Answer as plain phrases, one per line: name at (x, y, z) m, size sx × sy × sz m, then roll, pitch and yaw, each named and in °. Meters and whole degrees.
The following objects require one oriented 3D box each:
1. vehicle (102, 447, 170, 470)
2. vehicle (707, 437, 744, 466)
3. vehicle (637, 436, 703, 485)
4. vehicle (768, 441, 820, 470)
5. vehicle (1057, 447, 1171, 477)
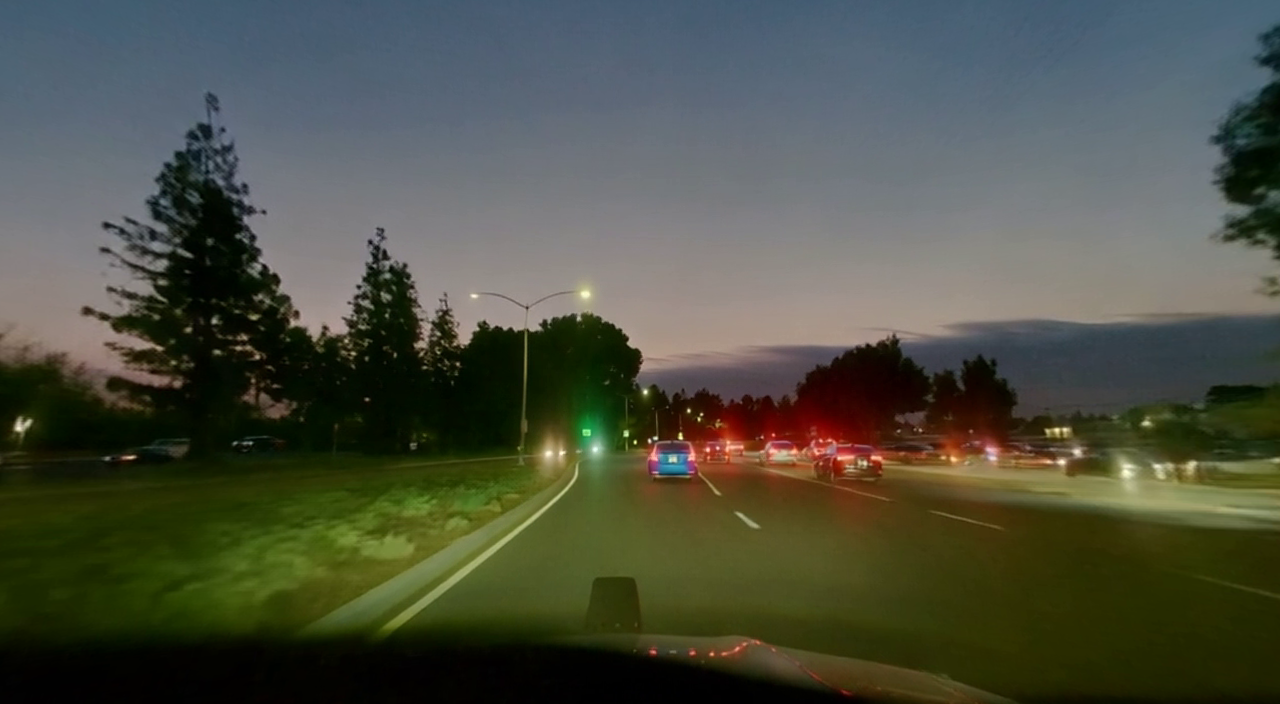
vehicle at (-36.513, 7.703, 45.741) m, size 1.880 × 1.535 × 4.620 m, roll 2°, pitch -9°, yaw -12°
vehicle at (5.599, 6.555, 41.542) m, size 1.976 × 1.796 × 4.159 m, roll 0°, pitch -8°, yaw 2°
vehicle at (0.999, 3.862, 22.729) m, size 2.145 × 1.603 × 4.369 m, roll 0°, pitch -8°, yaw 1°
vehicle at (8.534, 5.780, 35.246) m, size 1.928 × 1.488 × 4.361 m, roll 0°, pitch -8°, yaw 1°
vehicle at (23.176, 5.376, 30.994) m, size 1.658 × 1.363 × 4.223 m, roll 2°, pitch -9°, yaw -16°
